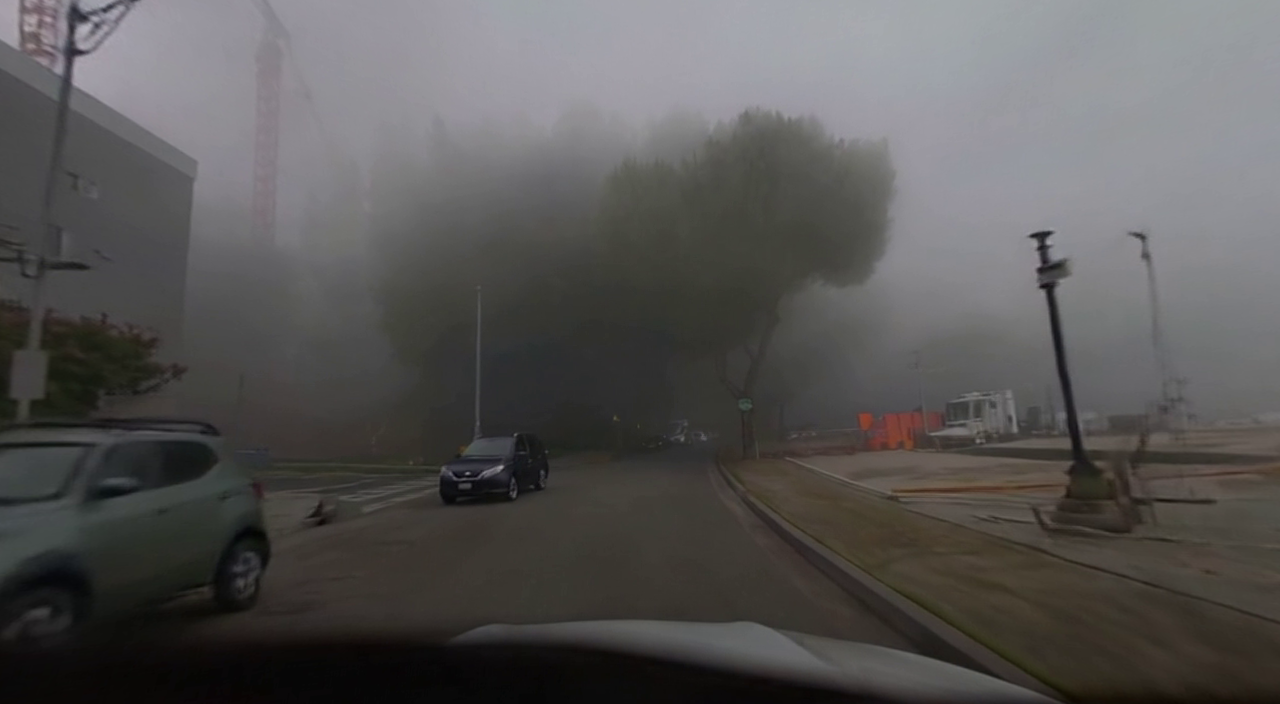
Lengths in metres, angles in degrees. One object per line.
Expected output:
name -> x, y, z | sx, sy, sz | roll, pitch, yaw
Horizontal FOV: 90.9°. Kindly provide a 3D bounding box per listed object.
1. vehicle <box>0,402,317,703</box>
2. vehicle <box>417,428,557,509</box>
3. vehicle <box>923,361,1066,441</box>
vehicle -> -3.902, 1.229, 4.299 | 1.736, 1.610, 2.874 | -1, -8, 3
vehicle -> -3.469, 2.706, 15.243 | 1.967, 1.646, 4.192 | -1, -8, 6
vehicle -> 19.280, 2.992, 35.306 | 3.031, 3.863, 9.734 | -1, -8, 5
